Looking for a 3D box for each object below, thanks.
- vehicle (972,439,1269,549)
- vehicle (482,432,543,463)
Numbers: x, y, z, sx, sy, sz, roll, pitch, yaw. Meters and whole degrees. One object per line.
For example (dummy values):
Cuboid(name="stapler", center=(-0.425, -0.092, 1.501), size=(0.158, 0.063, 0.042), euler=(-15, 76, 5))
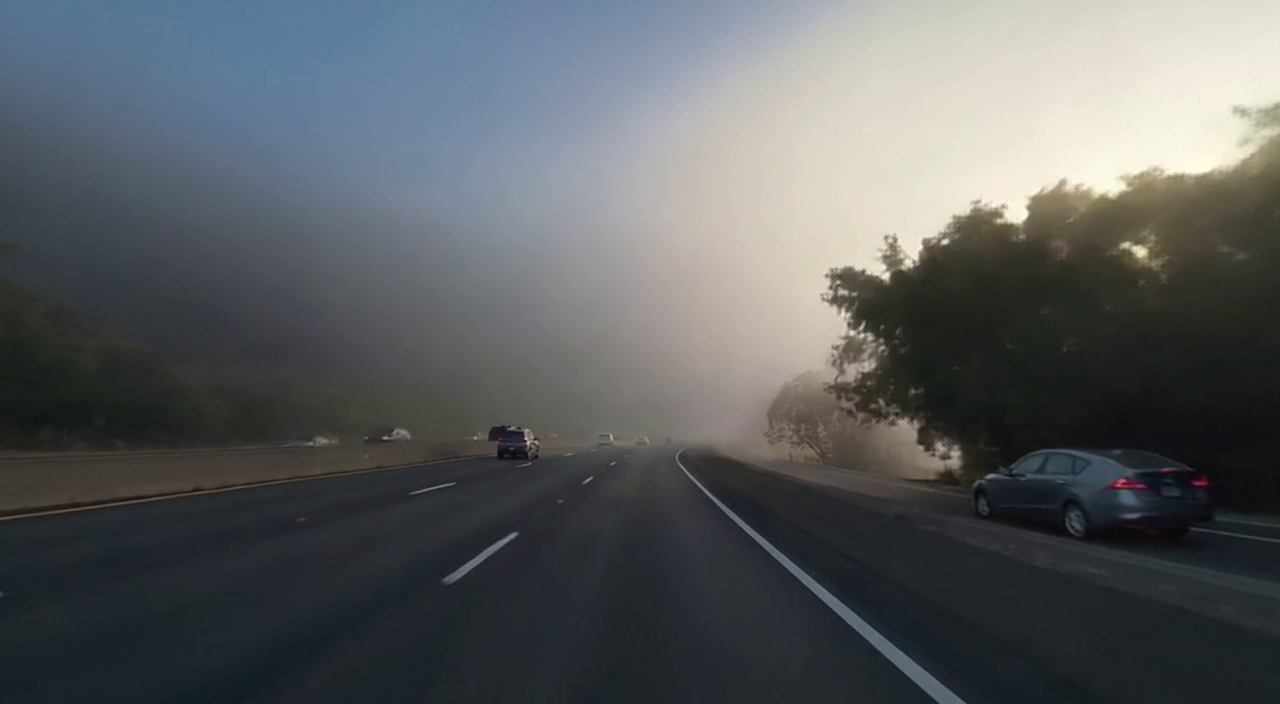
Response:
Cuboid(name="vehicle", center=(10.239, 3.001, 14.280), size=(2.325, 1.972, 5.577), euler=(0, -8, 0))
Cuboid(name="vehicle", center=(-6.569, 5.012, 32.888), size=(2.010, 1.489, 4.456), euler=(-1, -9, 4))
